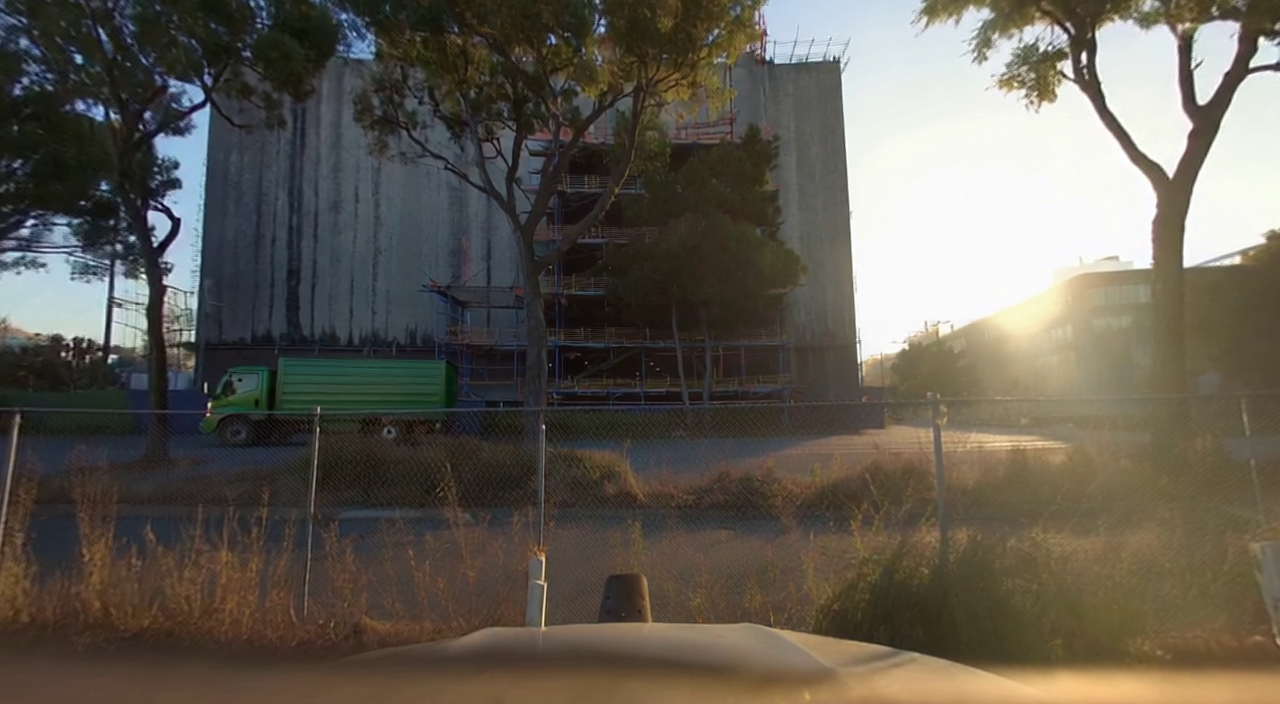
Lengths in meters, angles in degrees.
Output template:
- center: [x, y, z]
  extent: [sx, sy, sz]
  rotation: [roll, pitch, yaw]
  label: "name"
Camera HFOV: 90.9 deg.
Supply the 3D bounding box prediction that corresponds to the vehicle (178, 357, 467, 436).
- center: [-17.166, 2.615, 35.226]
  extent: [14.067, 4.099, 2.832]
  rotation: [1, -9, -7]
  label: "vehicle"
